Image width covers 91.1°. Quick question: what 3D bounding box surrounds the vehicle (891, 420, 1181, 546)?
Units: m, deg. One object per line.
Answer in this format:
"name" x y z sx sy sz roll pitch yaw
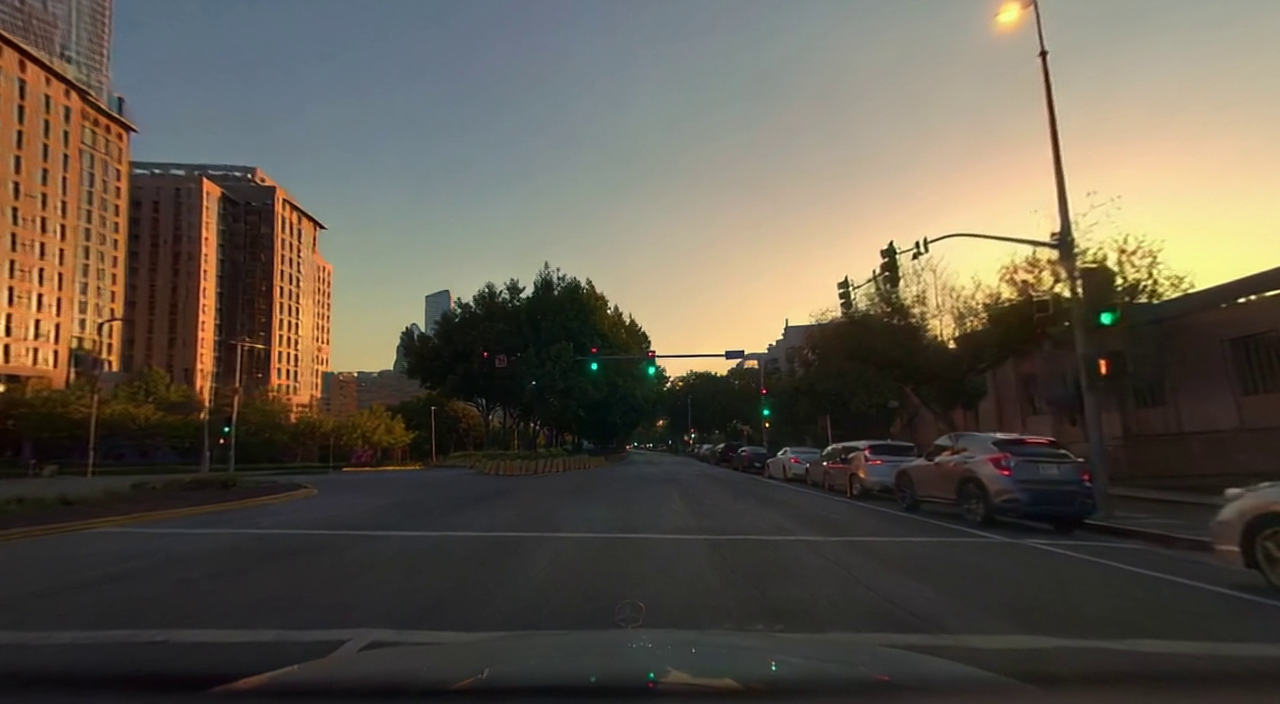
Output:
"vehicle" 6.495 2.194 11.204 1.984 1.751 4.759 0 -9 -1
